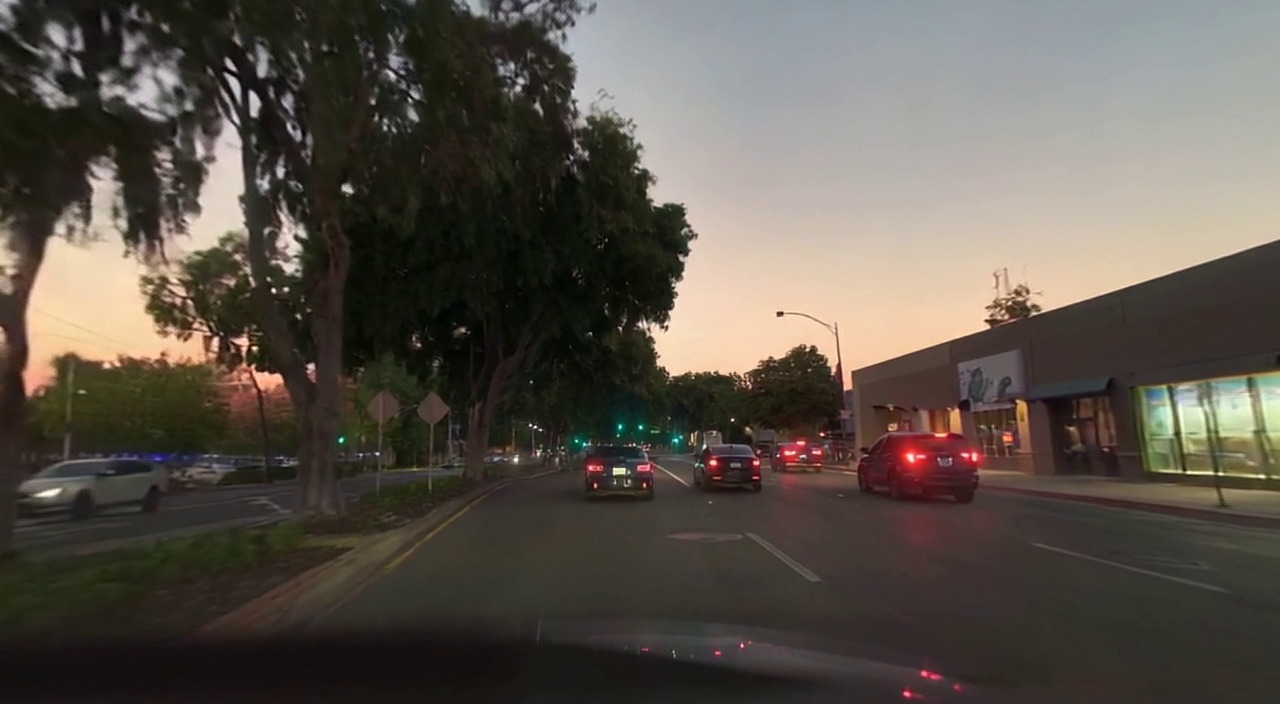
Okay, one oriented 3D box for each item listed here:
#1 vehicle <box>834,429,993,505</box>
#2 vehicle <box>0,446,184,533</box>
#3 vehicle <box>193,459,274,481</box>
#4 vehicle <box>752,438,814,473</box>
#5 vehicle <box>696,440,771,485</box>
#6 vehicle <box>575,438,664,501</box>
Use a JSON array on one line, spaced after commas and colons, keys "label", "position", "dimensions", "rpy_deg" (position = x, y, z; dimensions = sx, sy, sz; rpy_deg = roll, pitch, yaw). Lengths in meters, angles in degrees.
[{"label": "vehicle", "position": [7.058, 3.014, 17.027], "dimensions": [2.052, 1.708, 4.842], "rpy_deg": [0, -9, -1]}, {"label": "vehicle", "position": [-12.062, 2.805, 13.409], "dimensions": [1.934, 1.491, 3.684], "rpy_deg": [-1, -8, 1]}, {"label": "vehicle", "position": [-28.187, 8.188, 43.903], "dimensions": [4.346, 1.435, 1.909], "rpy_deg": [-1, -9, 3]}, {"label": "vehicle", "position": [7.276, 5.316, 32.599], "dimensions": [2.025, 1.666, 4.448], "rpy_deg": [0, -9, -1]}, {"label": "vehicle", "position": [3.316, 4.023, 23.346], "dimensions": [1.993, 1.477, 4.240], "rpy_deg": [0, -9, -2]}, {"label": "vehicle", "position": [-0.661, 3.090, 17.013], "dimensions": [2.101, 1.444, 4.248], "rpy_deg": [0, -9, -5]}]
